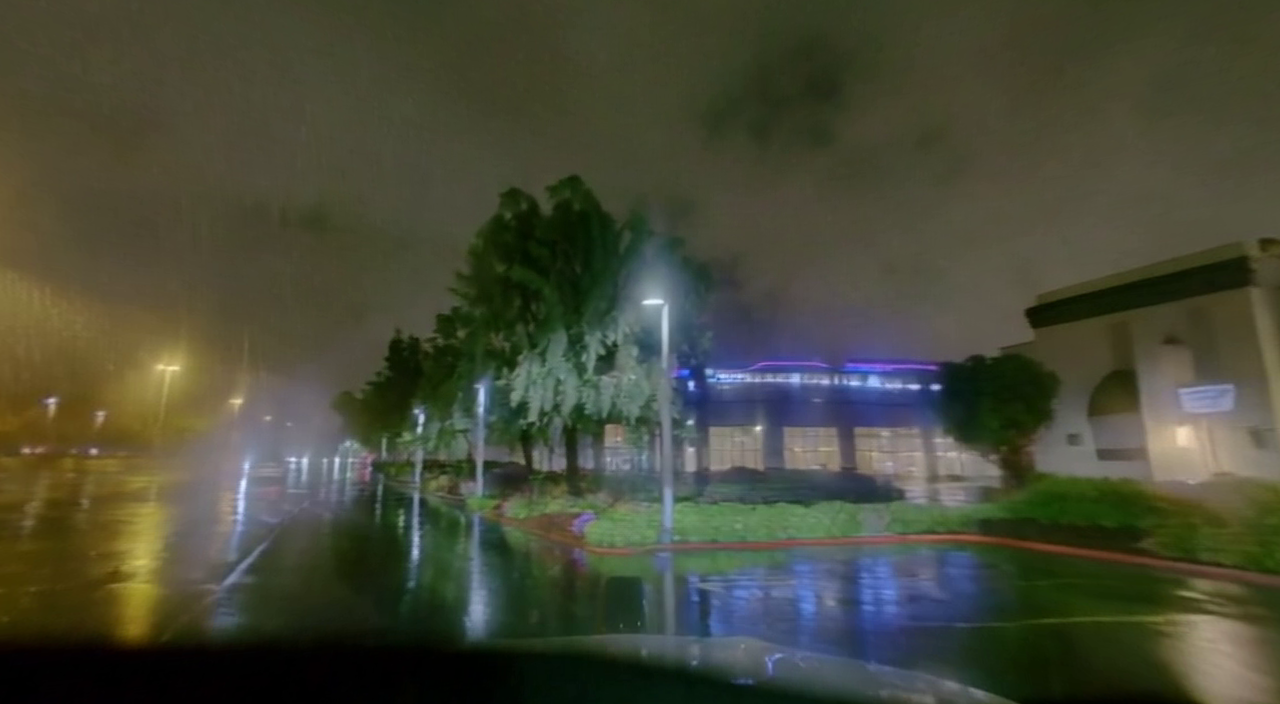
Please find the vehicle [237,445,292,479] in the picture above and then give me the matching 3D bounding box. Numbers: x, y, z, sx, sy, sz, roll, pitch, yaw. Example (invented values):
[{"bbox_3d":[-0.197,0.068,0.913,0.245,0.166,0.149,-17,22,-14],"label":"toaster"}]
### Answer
[{"bbox_3d":[-21.748,6.357,36.765,2.180,1.806,4.541,4,-9,-24],"label":"vehicle"}]
